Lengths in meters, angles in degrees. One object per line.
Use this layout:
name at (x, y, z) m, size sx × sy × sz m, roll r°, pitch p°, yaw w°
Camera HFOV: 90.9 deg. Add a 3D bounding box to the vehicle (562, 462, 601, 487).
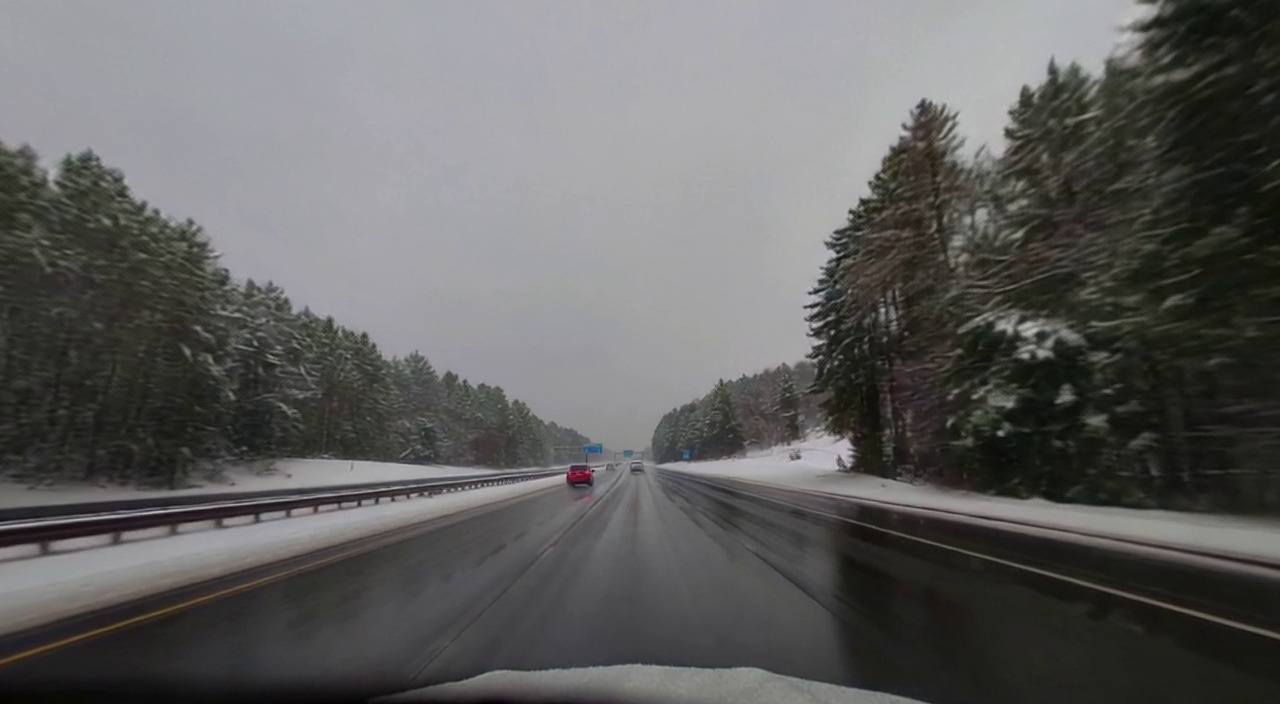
vehicle at (-3.821, 8.067, 41.689) m, size 2.143 × 1.516 × 4.552 m, roll 1°, pitch -10°, yaw 0°
